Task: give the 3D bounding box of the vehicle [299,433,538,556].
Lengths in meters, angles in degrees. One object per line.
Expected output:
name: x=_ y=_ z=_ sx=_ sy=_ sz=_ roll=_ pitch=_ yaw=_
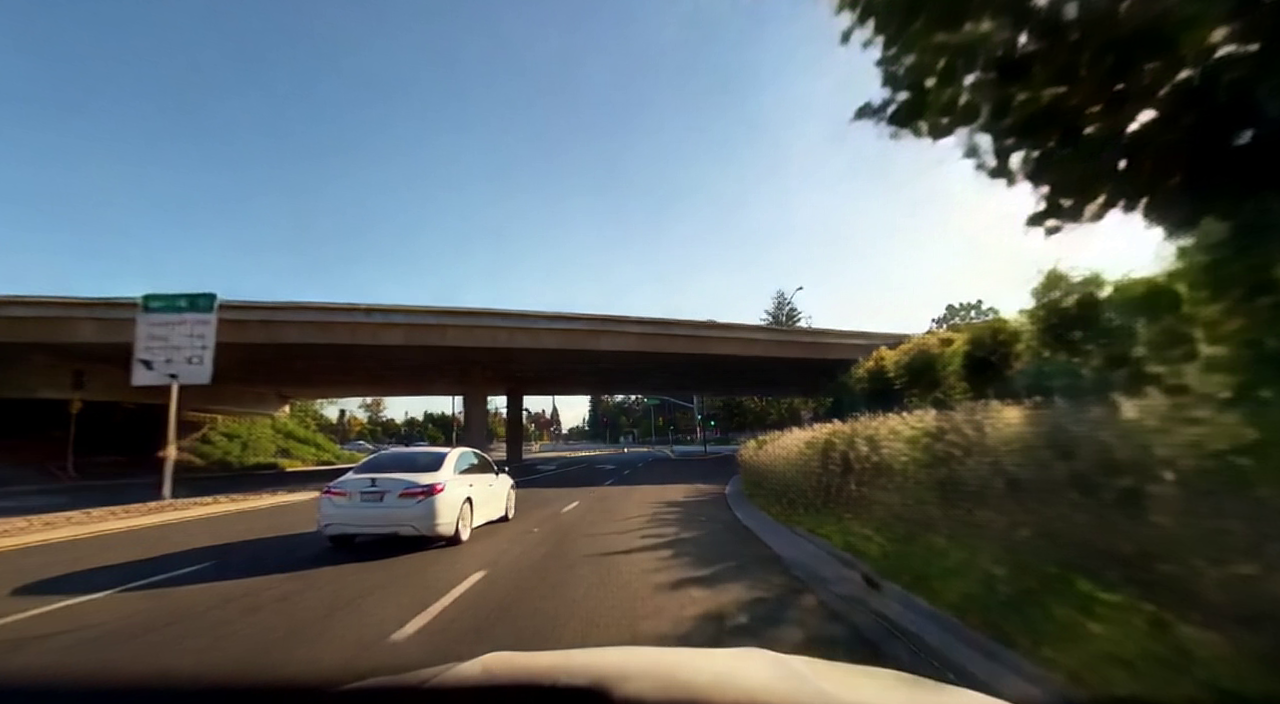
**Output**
vehicle: x=-3.049 y=2.076 z=9.940 sx=1.963 sy=1.460 sz=4.614 roll=0 pitch=-9 yaw=2
